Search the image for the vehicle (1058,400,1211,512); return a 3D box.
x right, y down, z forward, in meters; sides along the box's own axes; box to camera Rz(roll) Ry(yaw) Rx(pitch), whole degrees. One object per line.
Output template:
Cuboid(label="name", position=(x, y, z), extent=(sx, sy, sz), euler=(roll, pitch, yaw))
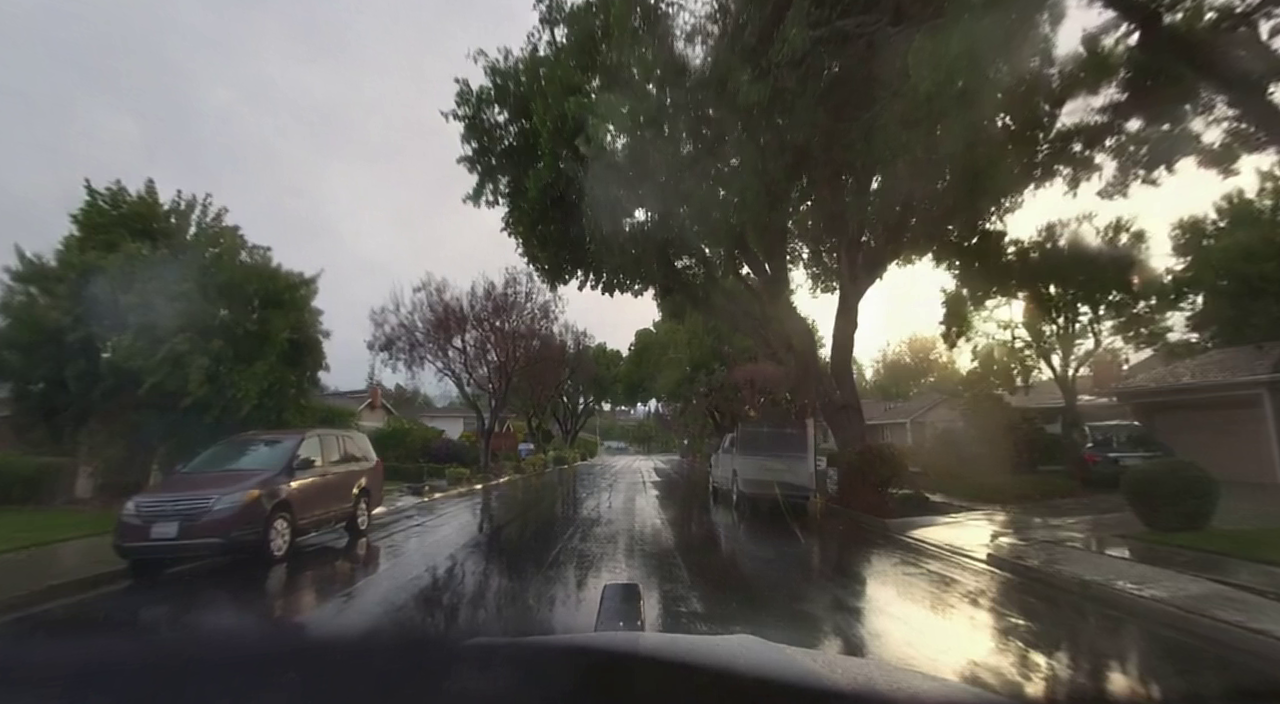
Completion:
Cuboid(label="vehicle", position=(12.146, 2.579, 15.963), extent=(2.403, 2.294, 5.205), euler=(-6, -10, 32))

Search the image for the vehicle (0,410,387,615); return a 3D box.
Cuboid(label="vehicle", position=(-5.191, 1.802, 8.428), extent=(2.075, 1.837, 4.945), euler=(0, -7, -6))

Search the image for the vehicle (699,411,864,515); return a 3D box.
Cuboid(label="vehicle", position=(3.404, 2.944, 17.389), extent=(2.789, 2.206, 7.420), euler=(0, -9, 0))
